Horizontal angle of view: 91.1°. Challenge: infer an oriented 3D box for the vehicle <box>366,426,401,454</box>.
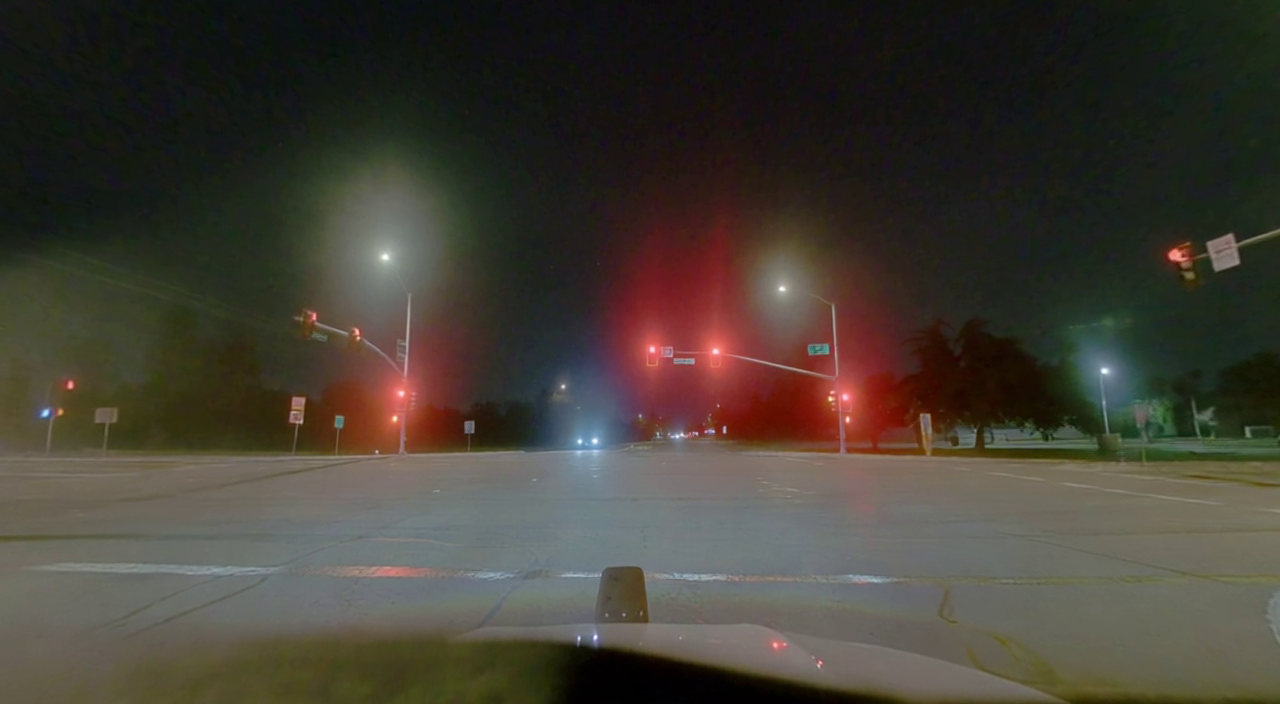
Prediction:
[{"bbox_3d":[-19.993,6.871,48.896,1.873,2.079,2.879,5,-10,-33],"label":"vehicle"}]
